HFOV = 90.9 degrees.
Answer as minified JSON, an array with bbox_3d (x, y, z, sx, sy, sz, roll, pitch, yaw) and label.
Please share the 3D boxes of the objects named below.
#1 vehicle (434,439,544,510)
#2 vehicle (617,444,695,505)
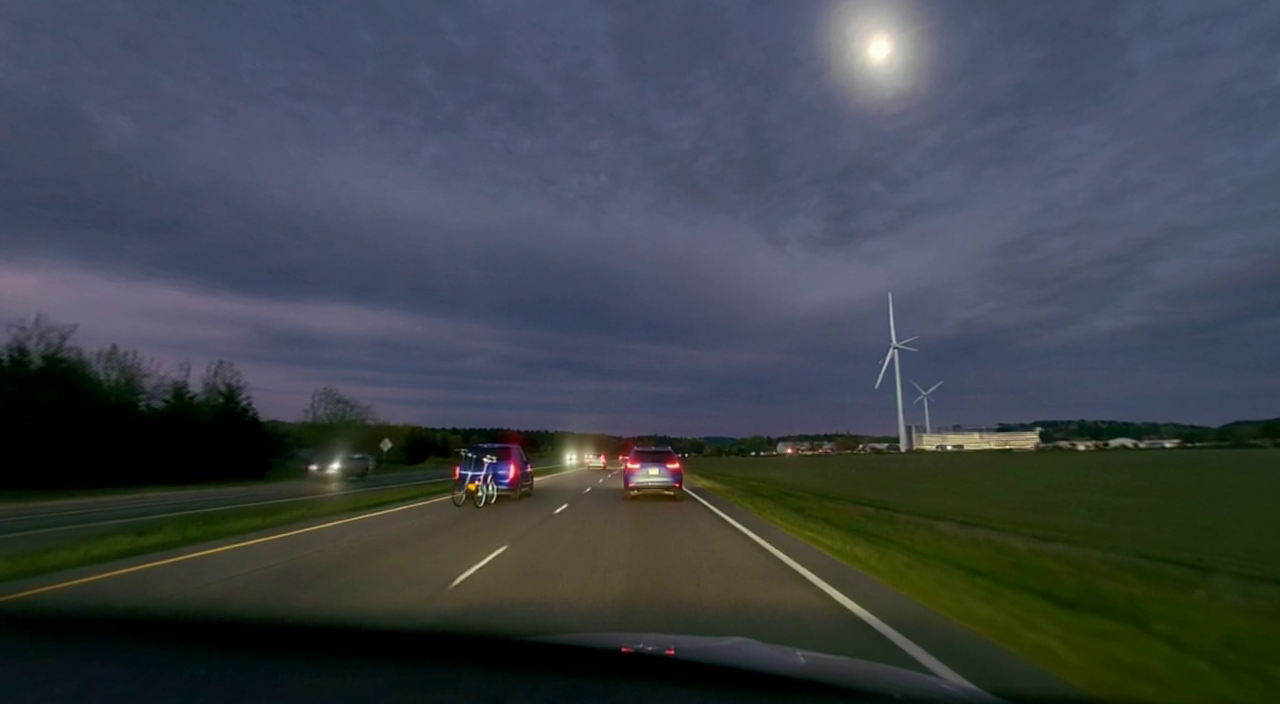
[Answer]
[{"bbox_3d":[-3.927,3.259,17.154,1.962,1.681,4.033,0,-9,1],"label":"vehicle"},{"bbox_3d":[0.407,3.576,18.791,2.063,1.582,3.955,0,-9,-1],"label":"vehicle"}]
